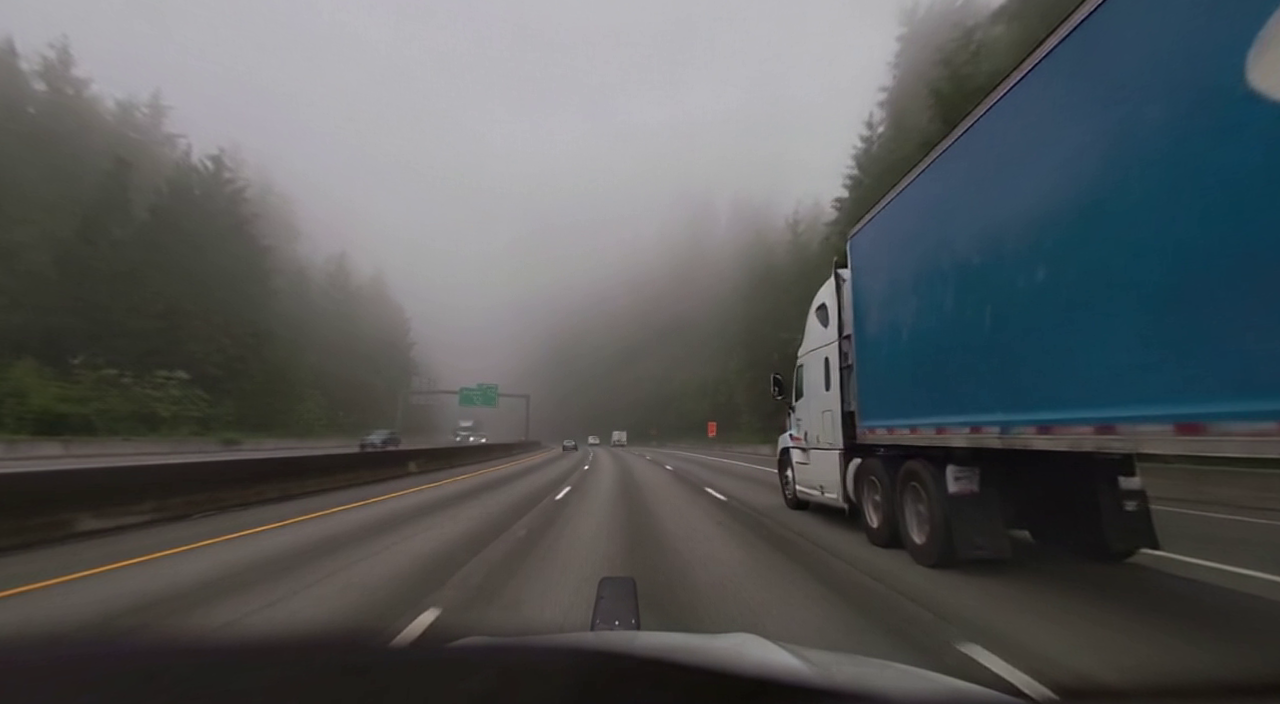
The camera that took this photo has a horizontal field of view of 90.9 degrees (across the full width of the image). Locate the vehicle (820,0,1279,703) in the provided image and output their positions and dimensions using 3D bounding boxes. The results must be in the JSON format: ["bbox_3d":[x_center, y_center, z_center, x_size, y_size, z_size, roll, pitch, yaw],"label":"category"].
[{"bbox_3d":[4.178,-0.454,1.888,2.910,4.051,14.278,0,-8,-1],"label":"vehicle"}]

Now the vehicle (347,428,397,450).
[{"bbox_3d":[-20.091,6.546,47.382,1.905,1.567,4.492,0,-8,-2],"label":"vehicle"}]
